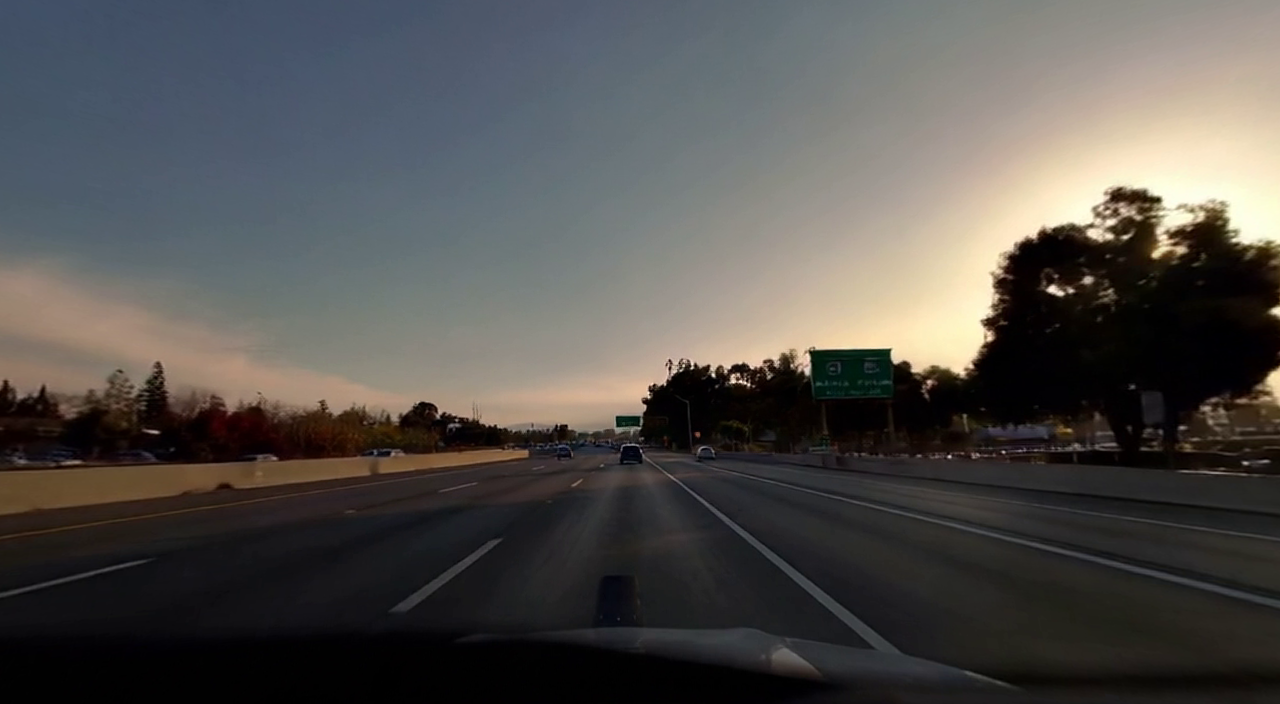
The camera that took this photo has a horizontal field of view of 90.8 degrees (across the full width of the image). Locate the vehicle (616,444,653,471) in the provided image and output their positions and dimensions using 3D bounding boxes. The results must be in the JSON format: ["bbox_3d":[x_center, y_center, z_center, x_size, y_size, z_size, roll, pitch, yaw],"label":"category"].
[{"bbox_3d":[-0.336,6.005,36.145,2.012,1.471,4.059,0,-8,-1],"label":"vehicle"}]
